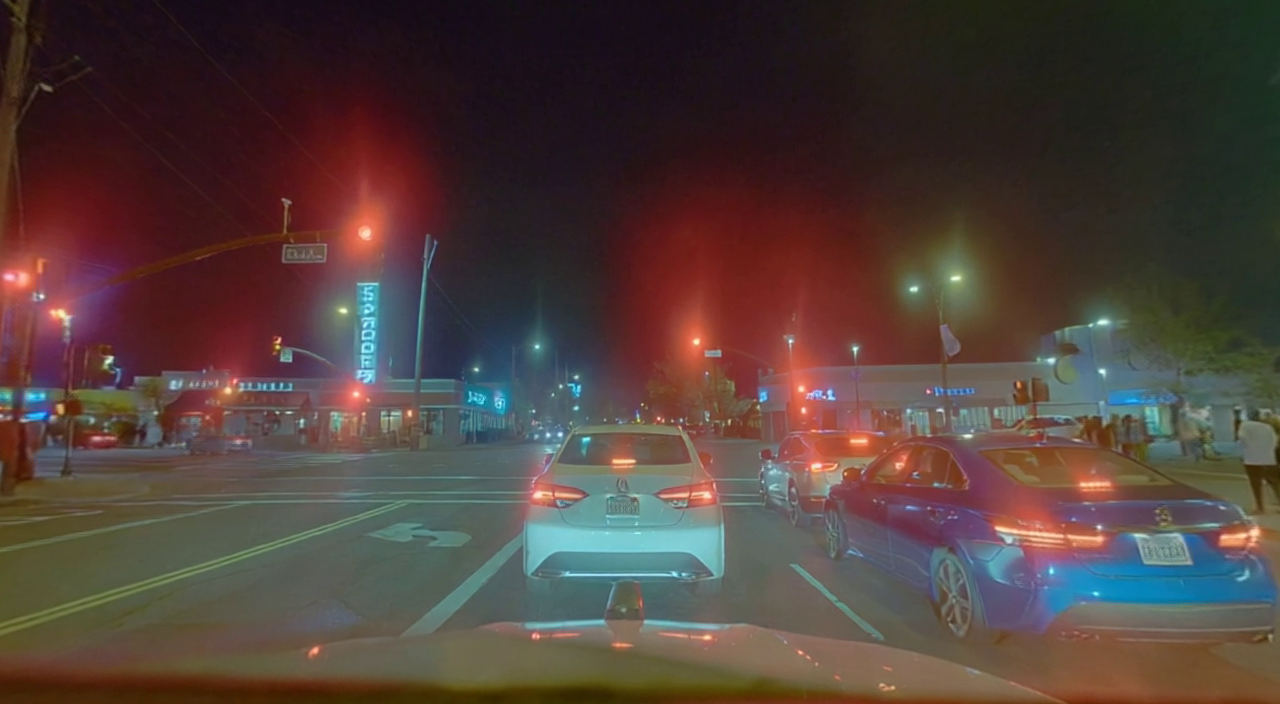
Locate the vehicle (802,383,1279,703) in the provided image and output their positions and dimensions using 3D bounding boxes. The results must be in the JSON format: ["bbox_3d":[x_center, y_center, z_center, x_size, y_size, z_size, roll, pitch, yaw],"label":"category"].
[{"bbox_3d":[3.030,1.307,5.443,1.983,1.654,4.354,0,-8,-2],"label":"vehicle"}]

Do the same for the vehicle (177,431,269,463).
[{"bbox_3d":[-25.099,5.717,37.984,5.003,1.799,2.066,-4,-9,23],"label":"vehicle"}]

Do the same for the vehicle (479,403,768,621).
[{"bbox_3d":[-0.141,1.525,7.077,2.123,1.589,4.702,0,-8,0],"label":"vehicle"}]

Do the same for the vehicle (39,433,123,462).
[{"bbox_3d":[-33.224,5.674,37.527,4.253,1.570,2.132,-4,-9,26],"label":"vehicle"}]
